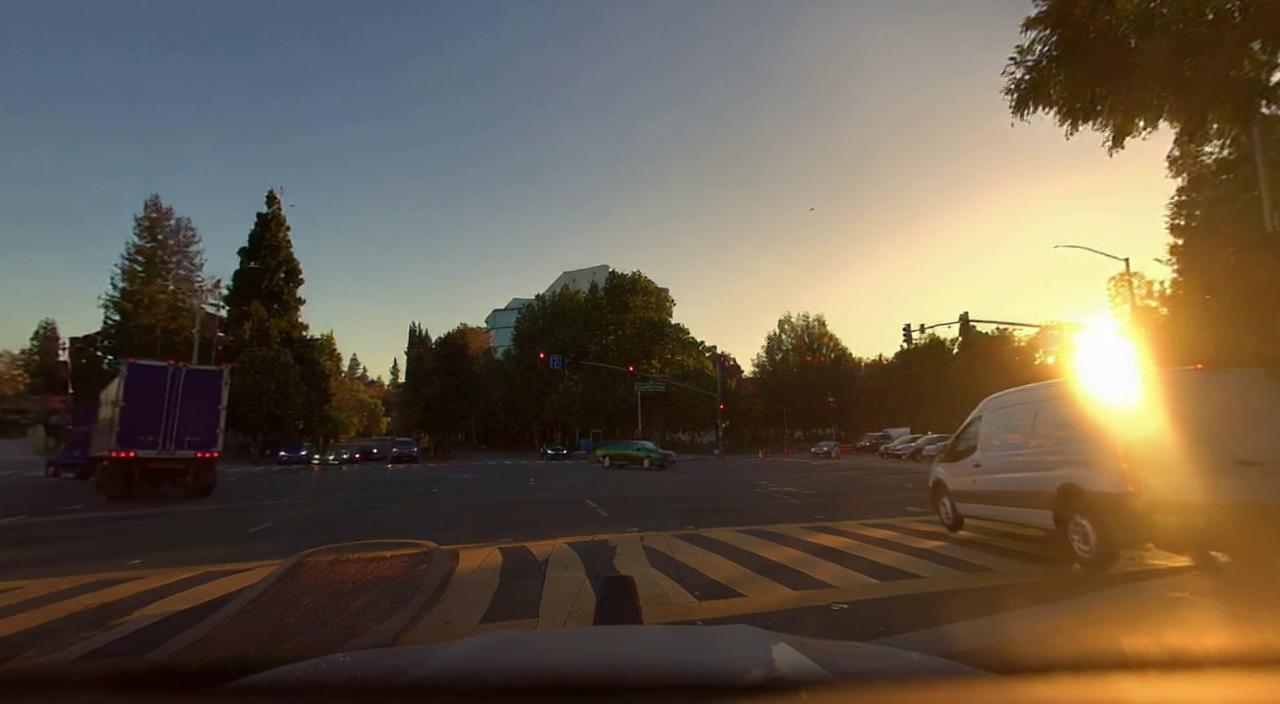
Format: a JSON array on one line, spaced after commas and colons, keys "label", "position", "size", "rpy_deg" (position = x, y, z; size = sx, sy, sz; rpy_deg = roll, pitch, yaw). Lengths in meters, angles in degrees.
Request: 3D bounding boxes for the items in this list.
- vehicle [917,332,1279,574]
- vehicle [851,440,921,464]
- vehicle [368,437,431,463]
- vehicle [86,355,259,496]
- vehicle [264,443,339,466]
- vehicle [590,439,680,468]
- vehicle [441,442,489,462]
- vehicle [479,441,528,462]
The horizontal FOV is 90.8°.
[{"label": "vehicle", "position": [6.546, 1.425, 9.288], "size": [2.332, 2.511, 5.326], "rpy_deg": [0, -9, -2]}, {"label": "vehicle", "position": [16.993, 6.893, 43.627], "size": [4.524, 1.560, 2.052], "rpy_deg": [5, -10, -29]}, {"label": "vehicle", "position": [-17.385, 7.144, 45.992], "size": [2.189, 1.753, 4.785], "rpy_deg": [-1, -9, 8]}, {"label": "vehicle", "position": [-13.592, 2.223, 18.126], "size": [3.112, 3.230, 6.726], "rpy_deg": [8, -12, -41]}, {"label": "vehicle", "position": [-21.835, 6.638, 41.005], "size": [1.859, 1.415, 4.591], "rpy_deg": [-1, -9, 8]}, {"label": "vehicle", "position": [-0.339, 5.530, 34.612], "size": [4.846, 1.487, 2.086], "rpy_deg": [-8, -12, 42]}, {"label": "vehicle", "position": [-13.184, 7.588, 47.853], "size": [1.845, 1.426, 4.289], "rpy_deg": [-1, -9, 8]}, {"label": "vehicle", "position": [-10.150, 7.465, 47.400], "size": [2.097, 1.484, 4.596], "rpy_deg": [-1, -9, 7]}]
